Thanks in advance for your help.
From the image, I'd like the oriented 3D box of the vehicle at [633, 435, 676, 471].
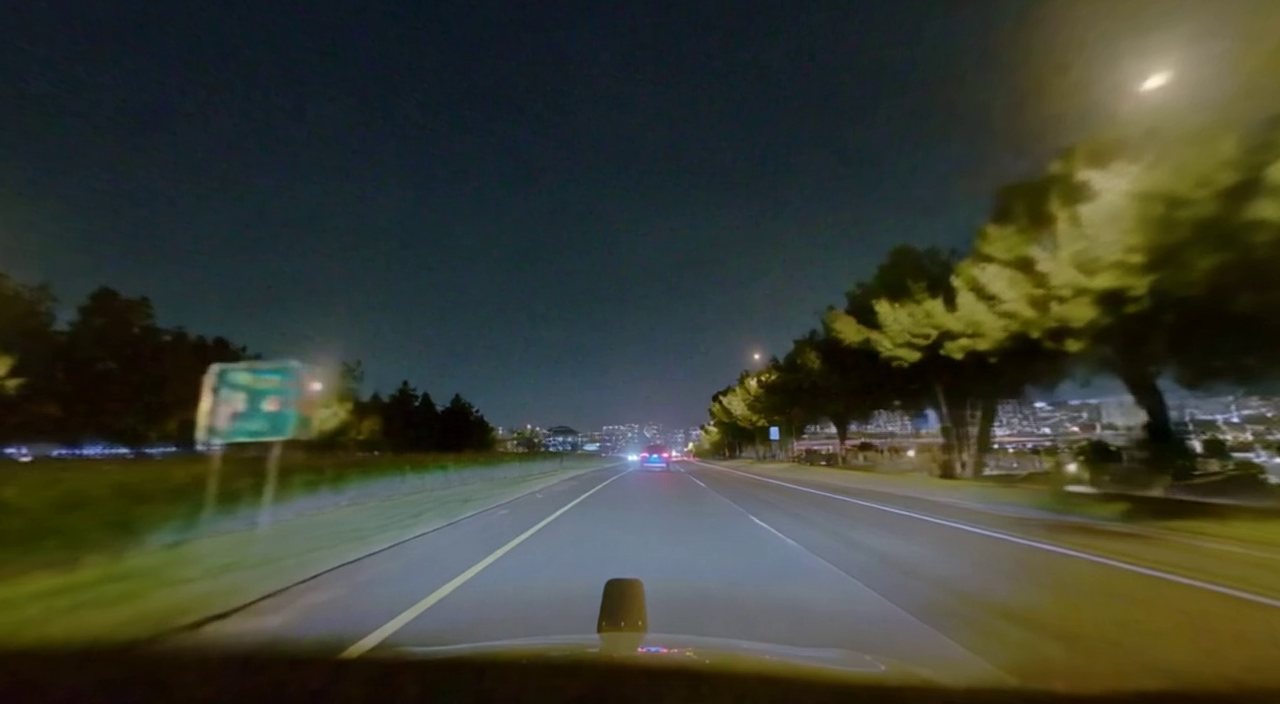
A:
[{"bbox_3d":[0.983,6.484,40.476,2.546,2.126,5.153,0,-8,3],"label":"vehicle"}]
